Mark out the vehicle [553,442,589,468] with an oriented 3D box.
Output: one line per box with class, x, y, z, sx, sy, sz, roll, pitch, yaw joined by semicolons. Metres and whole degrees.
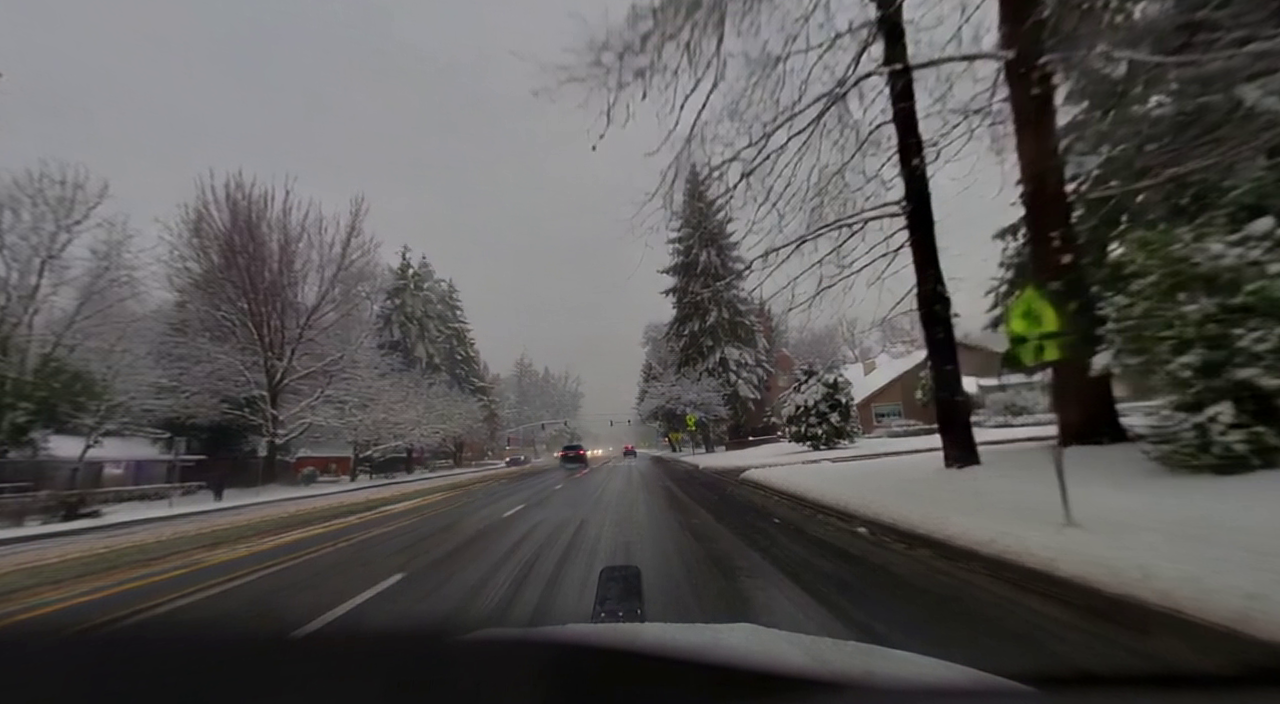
vehicle;-4.739;7.168;44.101;2.065;1.714;4.272;0;-8;0
